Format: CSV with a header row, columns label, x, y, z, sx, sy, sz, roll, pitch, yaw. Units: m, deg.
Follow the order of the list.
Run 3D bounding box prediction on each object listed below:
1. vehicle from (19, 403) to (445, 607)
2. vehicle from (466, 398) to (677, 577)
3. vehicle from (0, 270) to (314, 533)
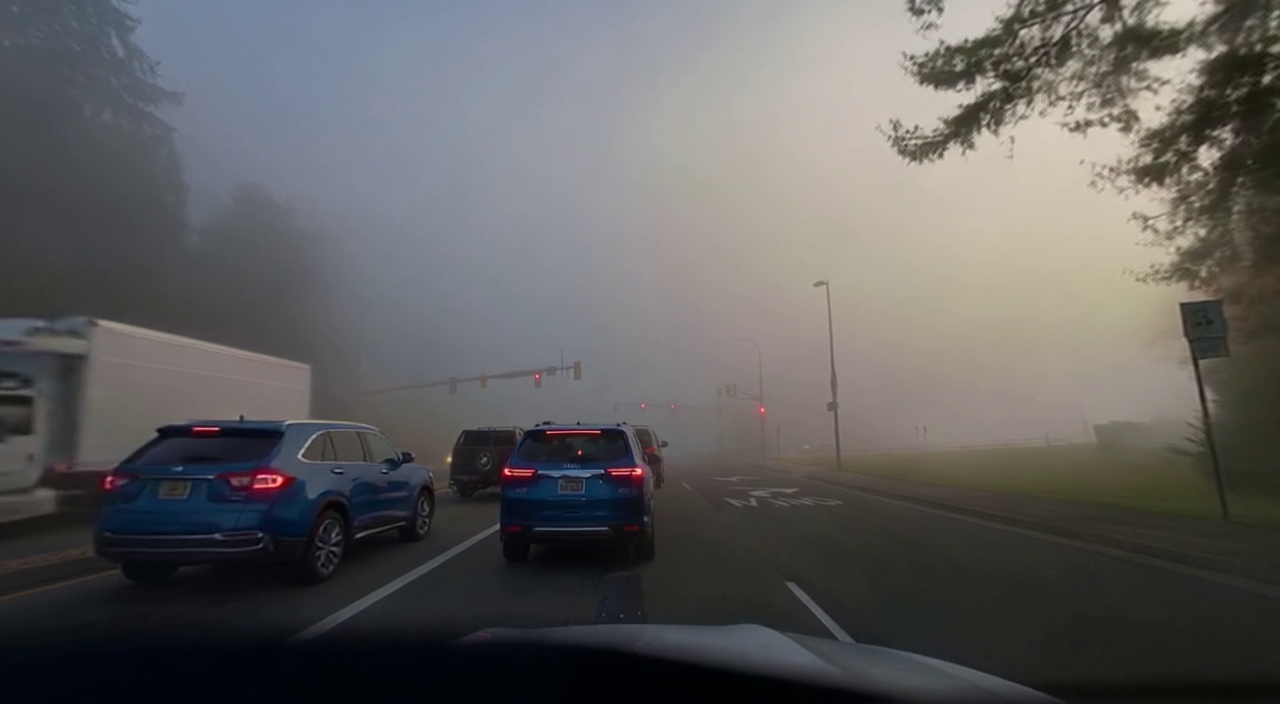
label,x,y,z,sx,sy,sz,roll,pitch,yaw
vehicle,-4.093,1.604,7.537,2.009,1.673,4.454,0,-9,1
vehicle,-0.614,1.745,8.977,2.131,1.793,5.016,0,-9,2
vehicle,-11.779,1.379,13.989,3.107,4.149,11.028,0,-9,0
